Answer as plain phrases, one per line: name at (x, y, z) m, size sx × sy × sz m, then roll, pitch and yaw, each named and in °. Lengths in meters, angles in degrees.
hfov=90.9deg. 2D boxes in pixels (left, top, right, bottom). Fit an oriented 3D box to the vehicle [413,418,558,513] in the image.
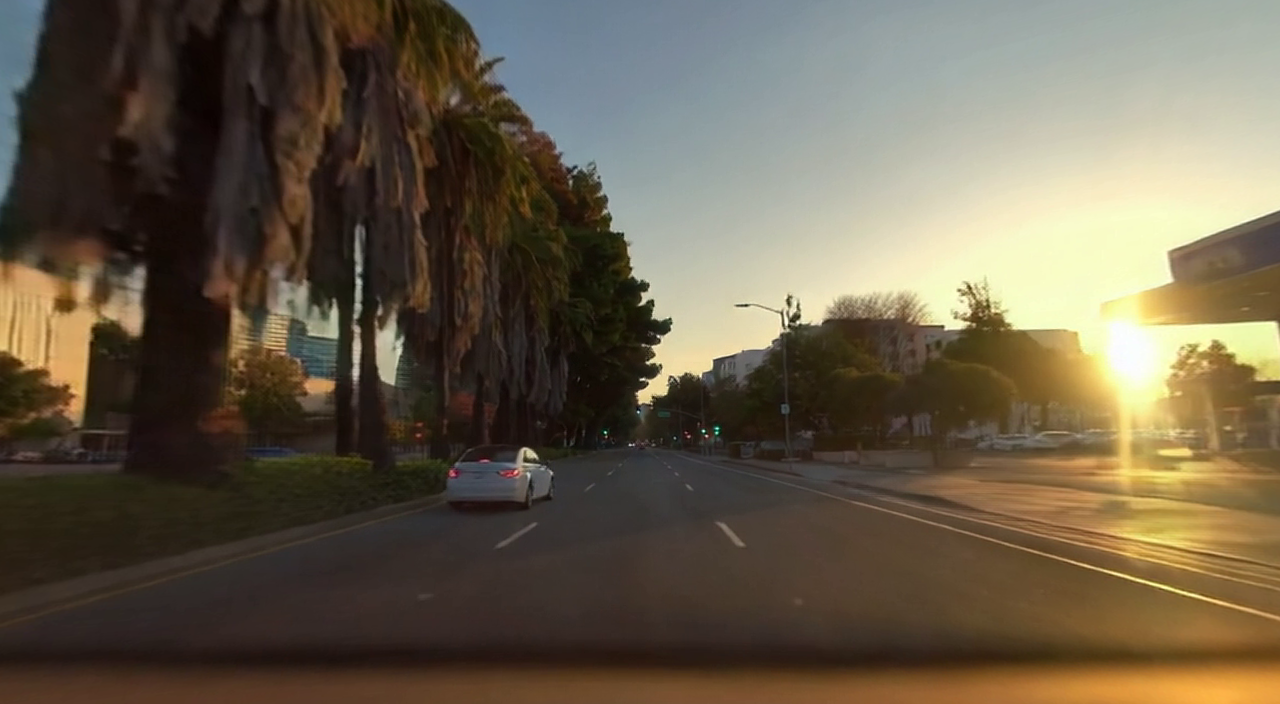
vehicle at (-3.196, 2.465, 14.089) m, size 2.011 × 1.756 × 4.478 m, roll 0°, pitch -9°, yaw 1°
